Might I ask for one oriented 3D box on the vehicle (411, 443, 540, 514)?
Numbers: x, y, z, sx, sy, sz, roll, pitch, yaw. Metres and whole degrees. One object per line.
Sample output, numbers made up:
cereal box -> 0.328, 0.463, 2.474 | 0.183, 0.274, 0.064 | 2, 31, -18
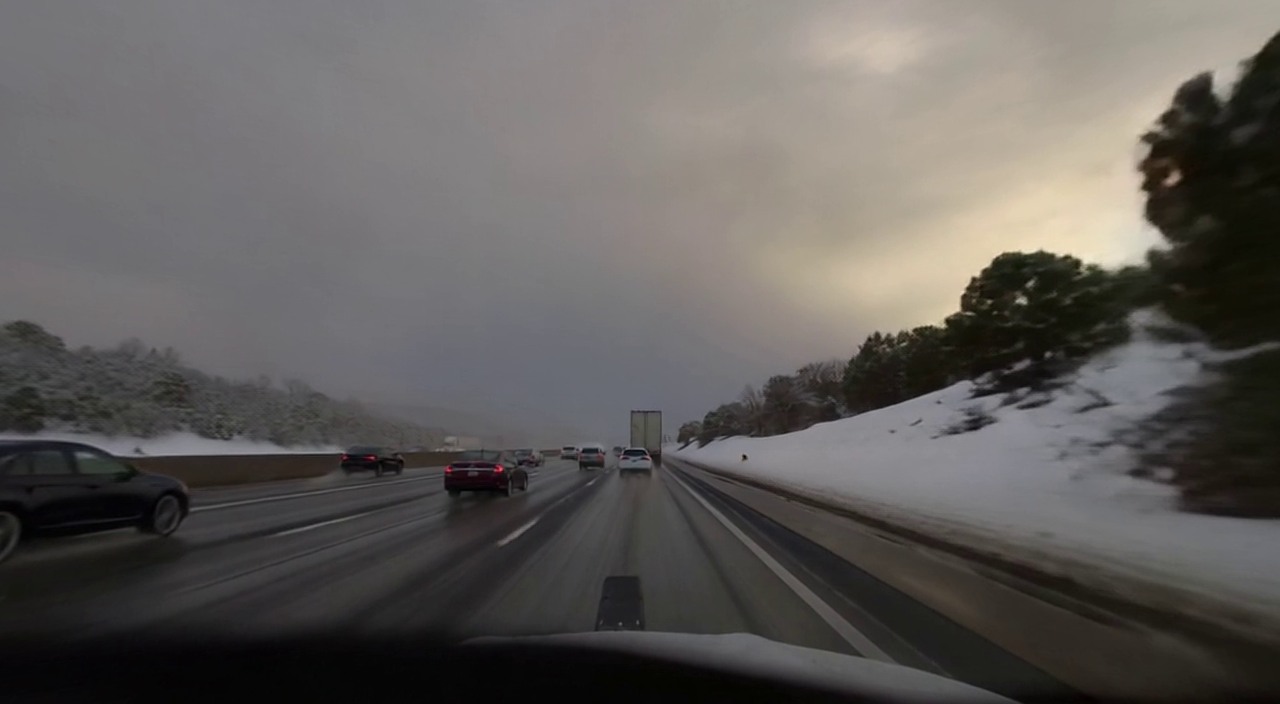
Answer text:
vehicle -> -3.884, 3.061, 15.811 | 1.943, 1.468, 4.547 | 1, -9, 1

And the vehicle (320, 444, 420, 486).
vehicle -> -10.708, 4.489, 25.402 | 1.950, 1.507, 4.527 | 1, -9, 1

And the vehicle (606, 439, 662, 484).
vehicle -> -0.245, 4.814, 27.958 | 2.281, 1.795, 4.297 | 1, -9, 0

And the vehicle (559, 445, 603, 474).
vehicle -> -3.540, 6.587, 38.843 | 2.155, 1.661, 4.477 | 0, -9, 1

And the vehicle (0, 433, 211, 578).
vehicle -> -7.713, 1.752, 7.586 | 2.029, 1.507, 4.204 | 1, -9, 1
